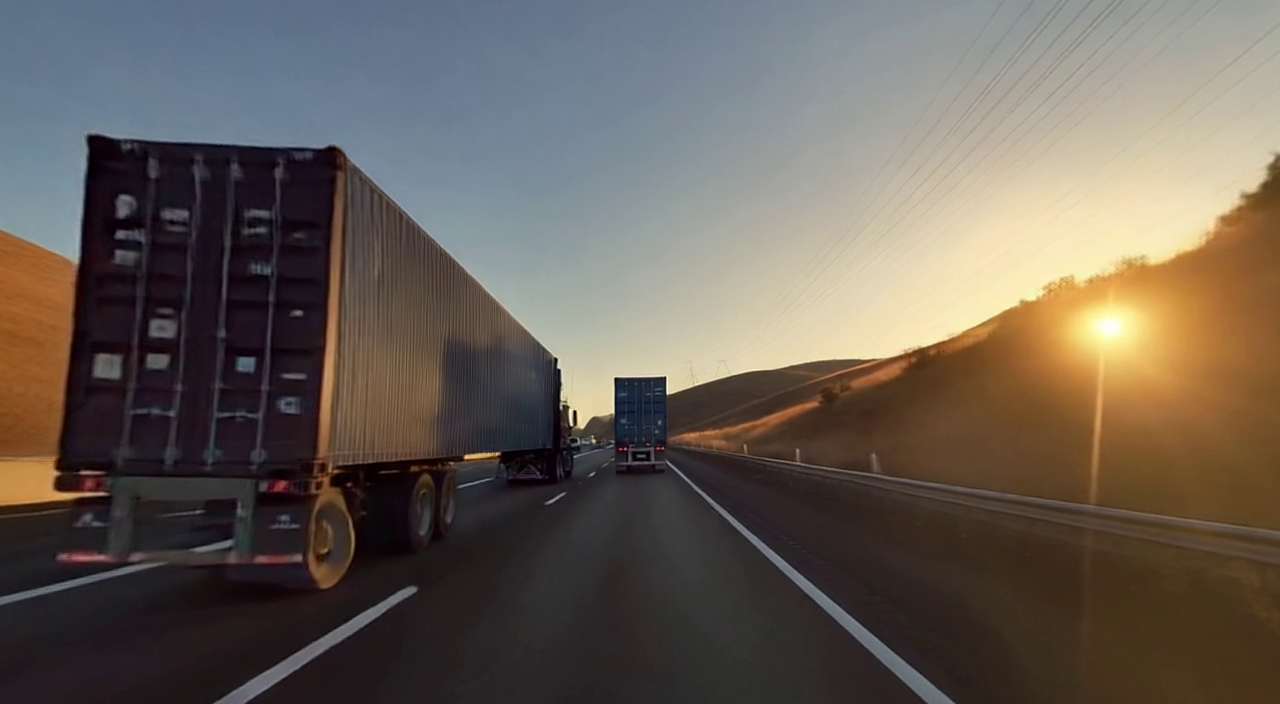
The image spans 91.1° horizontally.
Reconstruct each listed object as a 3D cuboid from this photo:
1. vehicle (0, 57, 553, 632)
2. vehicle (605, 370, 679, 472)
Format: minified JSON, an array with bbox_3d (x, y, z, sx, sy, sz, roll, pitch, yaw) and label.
[{"bbox_3d":[-4.133,0.811,11.225,3.065,4.105,13.706,0,-8,1],"label":"vehicle"},{"bbox_3d":[-0.012,3.647,31.424,3.006,4.120,11.586,0,-8,-1],"label":"vehicle"}]
